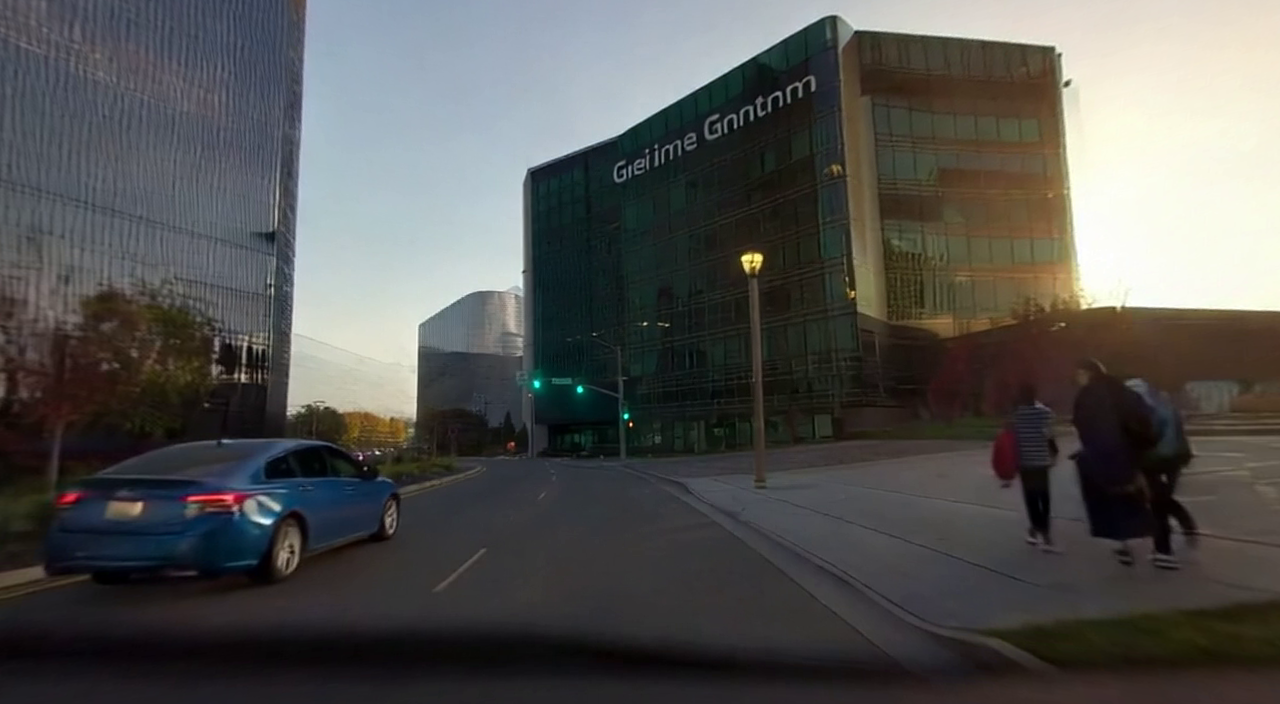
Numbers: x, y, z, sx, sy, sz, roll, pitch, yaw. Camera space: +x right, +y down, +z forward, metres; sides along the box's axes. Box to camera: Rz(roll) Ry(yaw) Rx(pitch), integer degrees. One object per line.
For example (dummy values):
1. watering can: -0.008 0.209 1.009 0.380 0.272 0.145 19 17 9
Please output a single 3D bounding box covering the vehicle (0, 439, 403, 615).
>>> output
1. vehicle: -4.799 1.853 7.745 2.045 1.479 4.616 0 -9 -1
